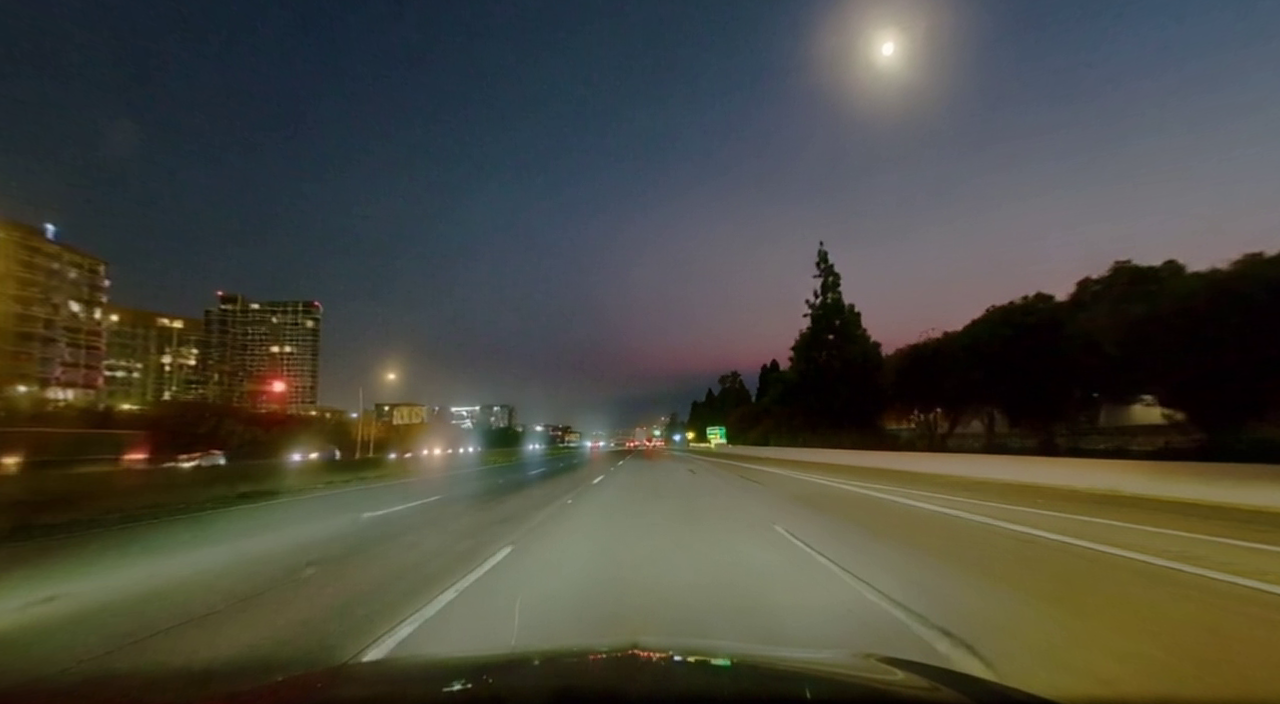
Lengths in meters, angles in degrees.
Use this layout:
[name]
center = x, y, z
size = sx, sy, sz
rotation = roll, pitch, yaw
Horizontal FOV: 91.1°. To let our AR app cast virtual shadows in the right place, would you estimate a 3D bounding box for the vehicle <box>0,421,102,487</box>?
[vehicle]
center = -34.512, 5.467, 33.555
size = 2.715, 3.362, 9.663
rotation = -1, -8, 1
